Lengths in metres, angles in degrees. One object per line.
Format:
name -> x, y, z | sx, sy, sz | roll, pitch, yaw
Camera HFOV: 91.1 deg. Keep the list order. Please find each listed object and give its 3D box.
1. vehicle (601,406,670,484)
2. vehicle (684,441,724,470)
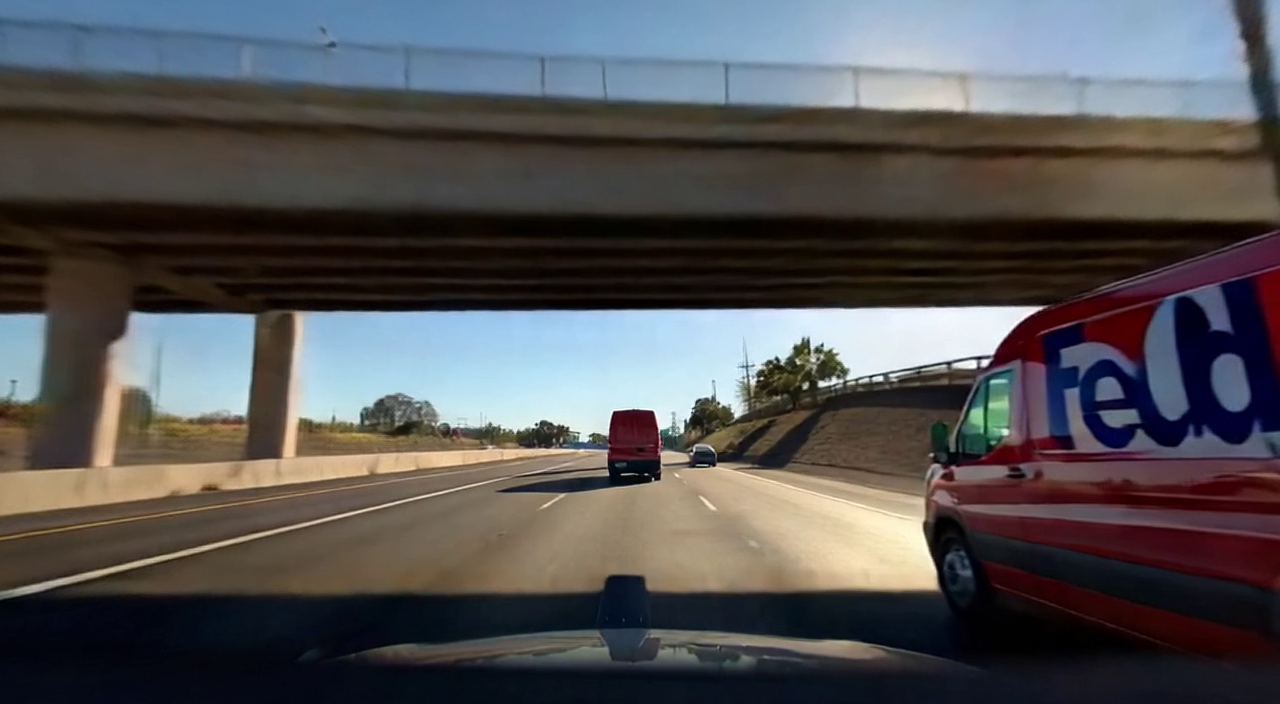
vehicle -> -0.056, 3.761, 25.423 | 2.476, 2.776, 5.598 | 0, -9, 3
vehicle -> 3.868, 6.338, 38.625 | 1.987, 1.648, 3.984 | 0, -9, 0
